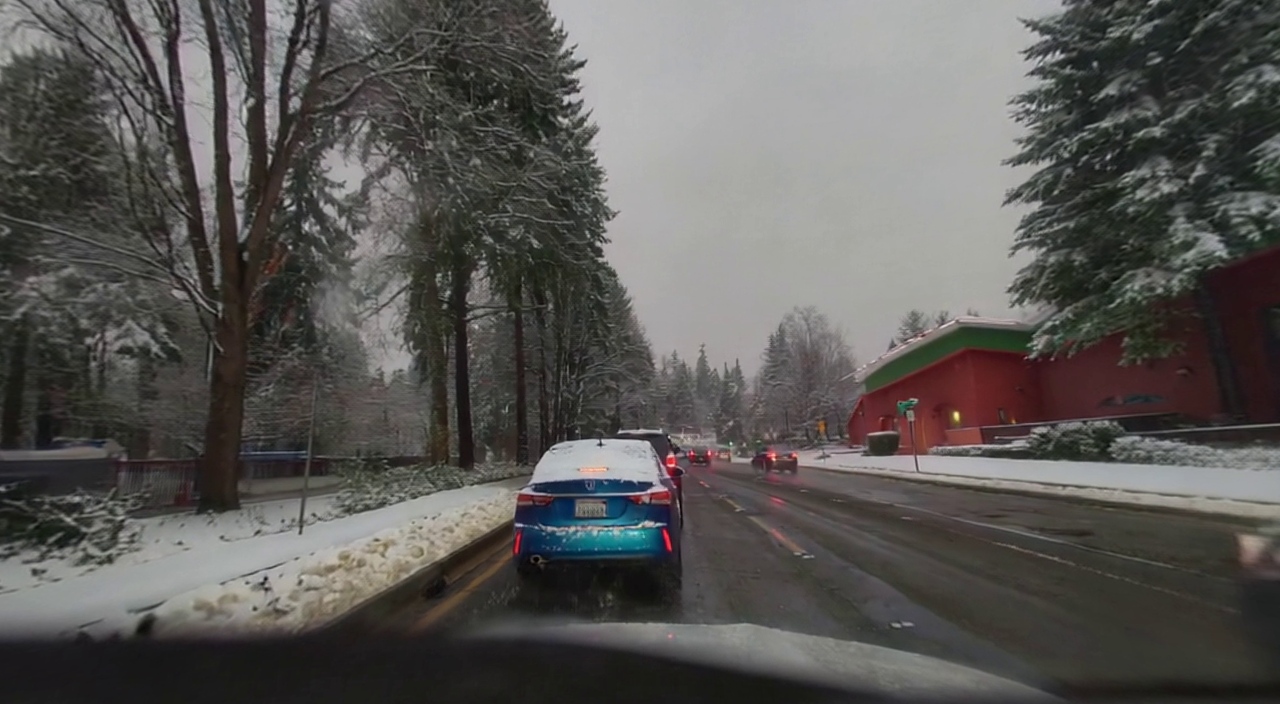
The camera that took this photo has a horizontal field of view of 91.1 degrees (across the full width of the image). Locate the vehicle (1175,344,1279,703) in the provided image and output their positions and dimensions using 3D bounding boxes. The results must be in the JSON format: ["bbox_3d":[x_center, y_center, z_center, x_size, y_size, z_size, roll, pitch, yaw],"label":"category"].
[{"bbox_3d":[3.414,0.542,0.686,1.946,1.648,4.230,0,-8,1],"label":"vehicle"}]

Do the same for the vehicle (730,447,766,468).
[{"bbox_3d":[8.088,7.926,47.449,1.887,1.516,4.419,0,-9,0],"label":"vehicle"}]

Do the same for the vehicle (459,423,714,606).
[{"bbox_3d":[-0.460,1.651,7.296,2.111,1.506,4.018,0,-8,0],"label":"vehicle"}]

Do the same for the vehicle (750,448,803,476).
[{"bbox_3d":[7.165,5.791,33.280,1.909,1.380,3.905,0,-8,0],"label":"vehicle"}]
